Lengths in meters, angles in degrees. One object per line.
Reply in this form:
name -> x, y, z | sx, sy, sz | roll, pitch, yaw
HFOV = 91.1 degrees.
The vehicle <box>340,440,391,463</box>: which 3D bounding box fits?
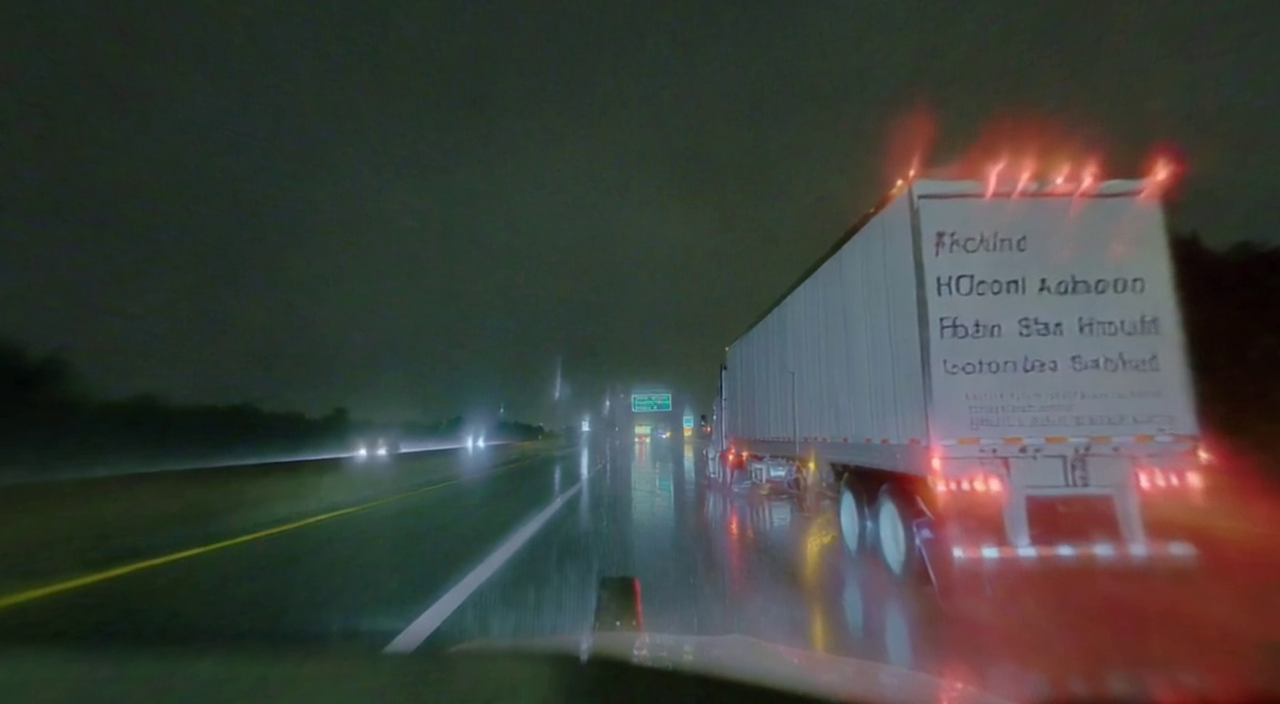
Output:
vehicle -> -19.264, 6.958, 44.309 | 1.821, 1.538, 3.824 | 0, -8, 0
